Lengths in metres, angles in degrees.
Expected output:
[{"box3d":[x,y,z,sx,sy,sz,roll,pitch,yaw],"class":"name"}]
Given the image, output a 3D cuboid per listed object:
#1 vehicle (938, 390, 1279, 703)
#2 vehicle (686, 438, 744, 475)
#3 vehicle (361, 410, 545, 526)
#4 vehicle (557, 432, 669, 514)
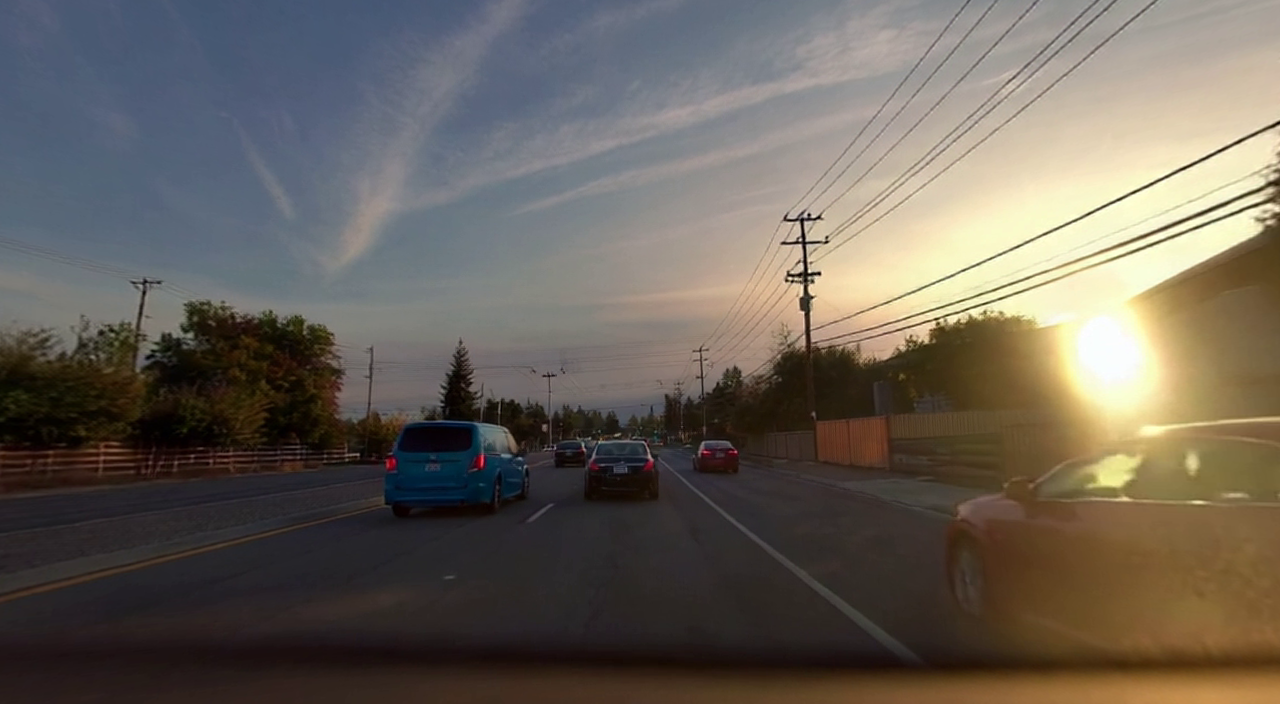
[{"box3d":[3.223,0.994,2.844,1.880,1.521,3.724,0,-9,-1],"class":"vehicle"},{"box3d":[3.203,4.581,27.884,1.878,1.479,4.461,0,-9,-2],"class":"vehicle"},{"box3d":[-3.348,2.206,12.503,2.092,1.839,4.736,0,-9,1],"class":"vehicle"},{"box3d":[-0.490,2.552,13.740,2.097,1.511,3.809,0,-9,0],"class":"vehicle"}]
